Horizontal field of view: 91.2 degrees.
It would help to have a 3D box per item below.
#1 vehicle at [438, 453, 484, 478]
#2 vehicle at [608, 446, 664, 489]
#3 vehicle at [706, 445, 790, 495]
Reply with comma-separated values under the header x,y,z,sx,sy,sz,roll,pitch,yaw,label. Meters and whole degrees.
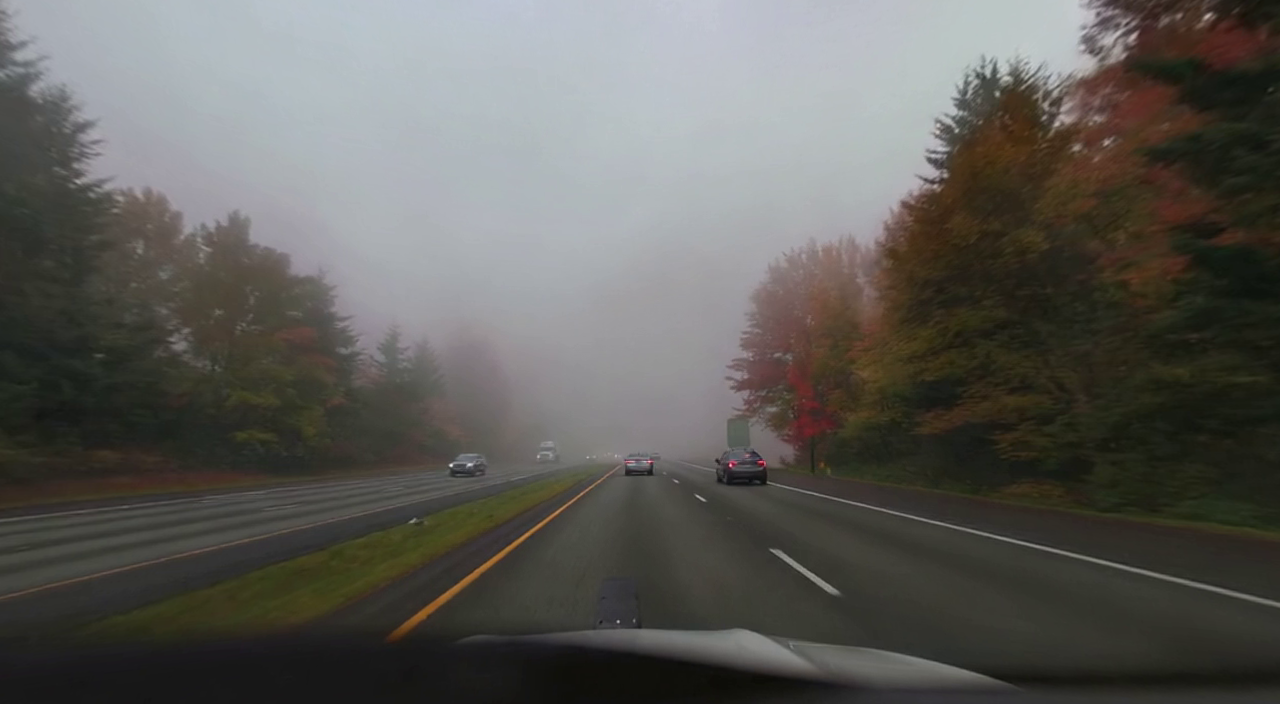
x,y,z,sx,sy,sz,roll,pitch,yaw,label
-12.121,7.691,42.637,1.839,1.541,3.972,-1,-9,1,vehicle
-0.164,4.677,25.767,2.070,1.546,4.648,0,-9,0,vehicle
3.636,4.074,21.957,2.119,1.557,4.163,0,-9,-1,vehicle
